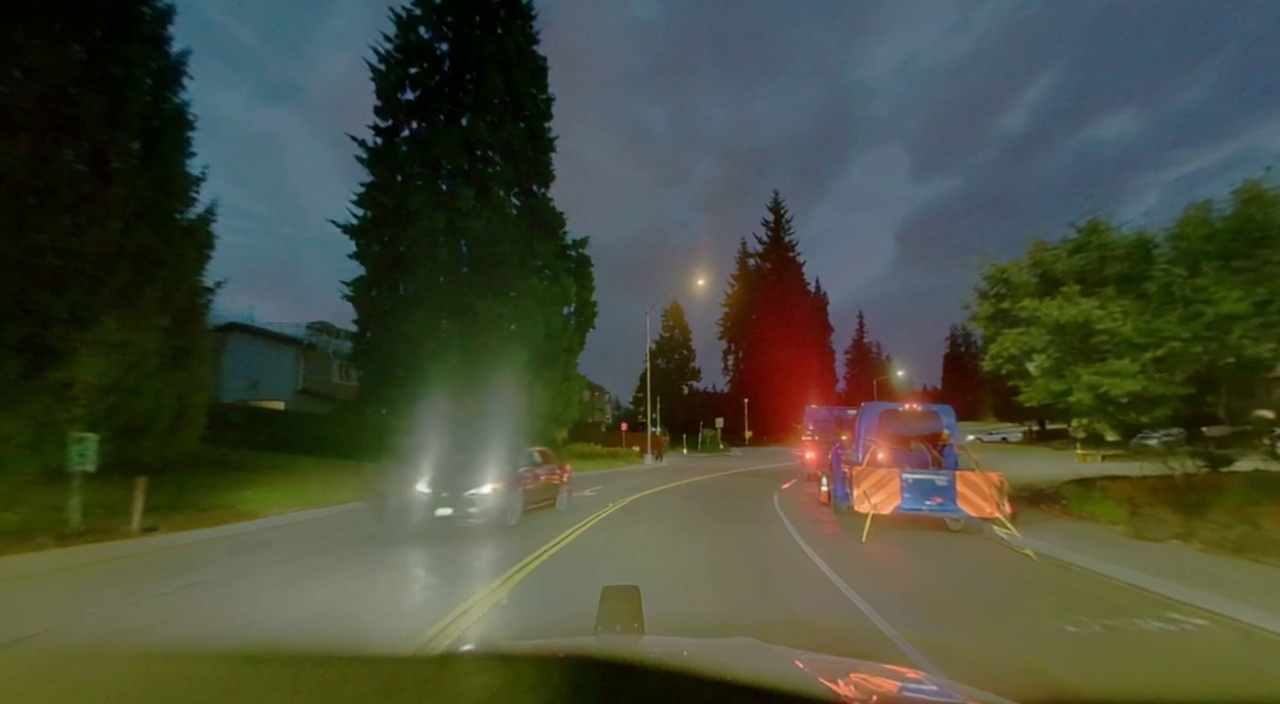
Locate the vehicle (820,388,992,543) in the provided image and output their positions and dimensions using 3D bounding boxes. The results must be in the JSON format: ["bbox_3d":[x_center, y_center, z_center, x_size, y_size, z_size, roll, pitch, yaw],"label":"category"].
[{"bbox_3d":[4.345,1.863,10.903,1.913,2.241,3.024,-2,-7,8],"label":"vehicle"}]

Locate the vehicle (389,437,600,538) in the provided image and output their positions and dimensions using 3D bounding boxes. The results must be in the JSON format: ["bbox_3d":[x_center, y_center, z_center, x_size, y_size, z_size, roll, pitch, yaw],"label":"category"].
[{"bbox_3d":[-2.323,2.296,11.548,1.933,1.428,4.449,-2,-8,14],"label":"vehicle"}]
